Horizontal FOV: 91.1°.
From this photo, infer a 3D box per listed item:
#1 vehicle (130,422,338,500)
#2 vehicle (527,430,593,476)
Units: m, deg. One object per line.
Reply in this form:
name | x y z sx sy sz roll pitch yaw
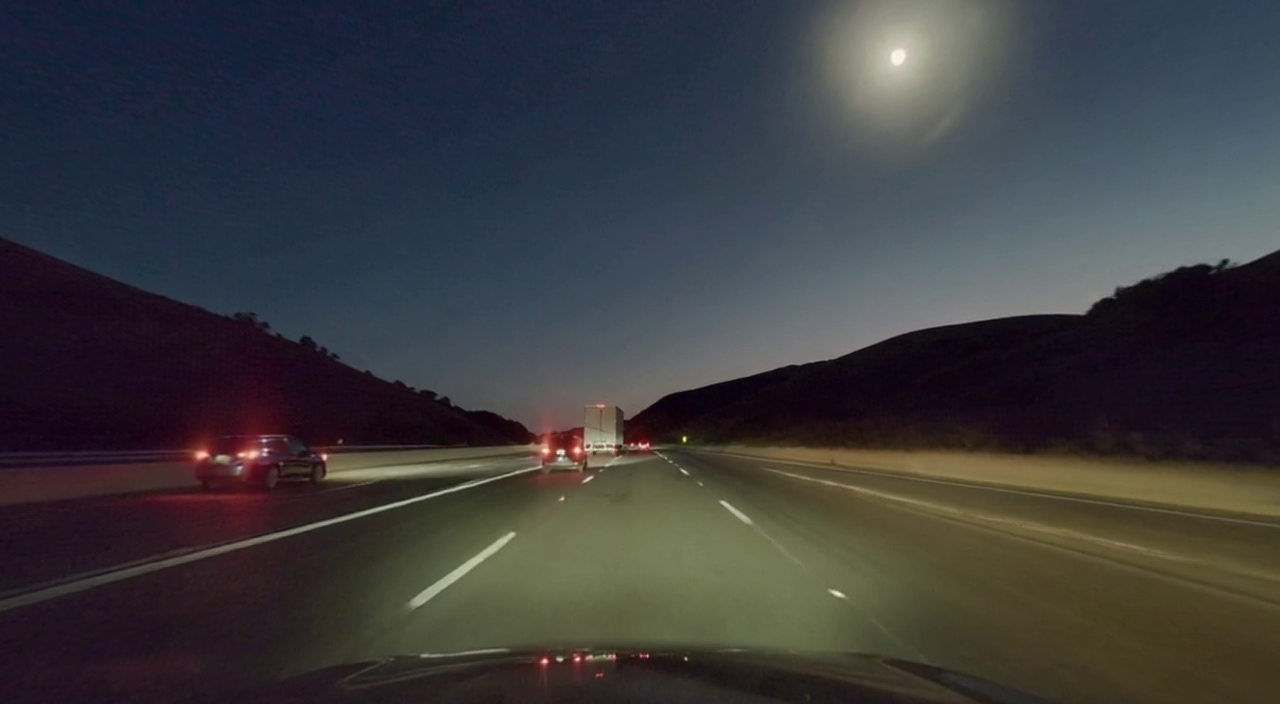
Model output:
vehicle | -10.963 2.976 17.676 2.130 1.828 5.523 0 -8 0
vehicle | -3.218 4.142 26.056 2.099 1.734 4.413 0 -8 1
